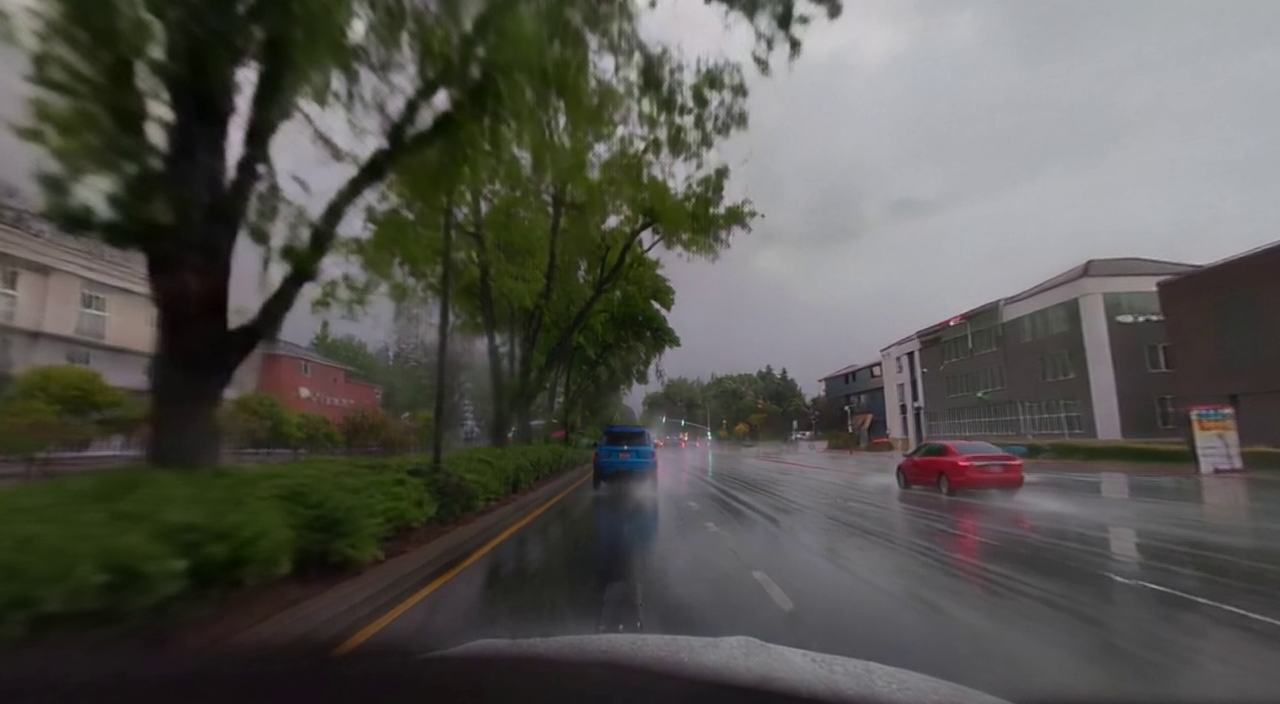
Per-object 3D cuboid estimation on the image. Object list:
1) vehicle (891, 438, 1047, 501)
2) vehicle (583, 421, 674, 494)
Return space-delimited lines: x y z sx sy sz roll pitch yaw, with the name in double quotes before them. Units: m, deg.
"vehicle" 8.642 3.109 17.193 2.002 1.456 4.631 -1 -9 4
"vehicle" -0.314 2.943 17.885 2.277 1.816 4.192 0 -9 -1
